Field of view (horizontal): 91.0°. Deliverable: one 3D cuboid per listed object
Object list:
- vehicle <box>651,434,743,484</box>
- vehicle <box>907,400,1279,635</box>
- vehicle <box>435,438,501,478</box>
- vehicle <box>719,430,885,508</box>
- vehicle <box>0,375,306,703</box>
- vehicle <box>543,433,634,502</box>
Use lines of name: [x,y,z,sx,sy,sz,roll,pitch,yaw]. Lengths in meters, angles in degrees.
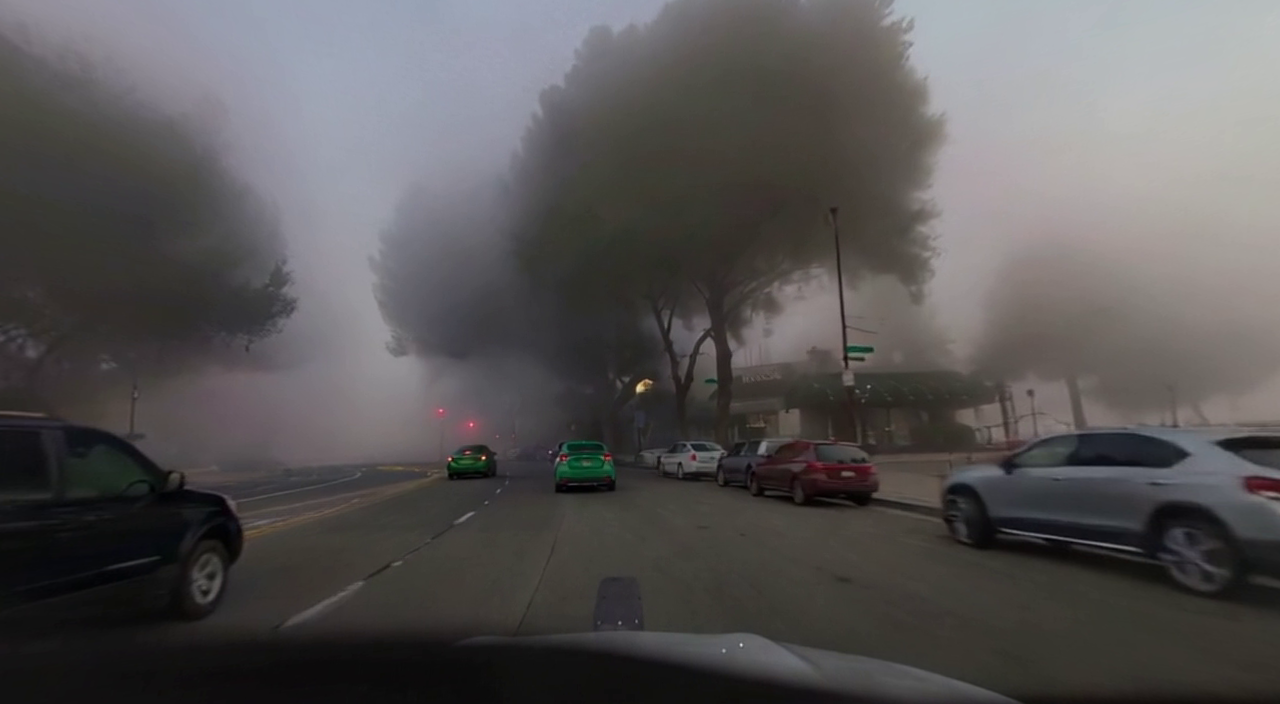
vehicle: [1.841,3.680,22.044,1.911,1.534,4.599,2,-9,-12]
vehicle: [4.834,1.406,6.285,1.905,1.537,4.276,1,-9,-10]
vehicle: [-7.147,4.426,26.604,2.105,1.477,4.857,1,-8,-9]
vehicle: [3.483,2.620,14.649,1.867,1.489,4.694,2,-9,-11]
vehicle: [-4.217,1.092,3.813,2.065,1.714,4.570,0,-8,-3]
vehicle: [-1.313,2.875,16.152,2.001,1.483,4.442,1,-8,-5]
